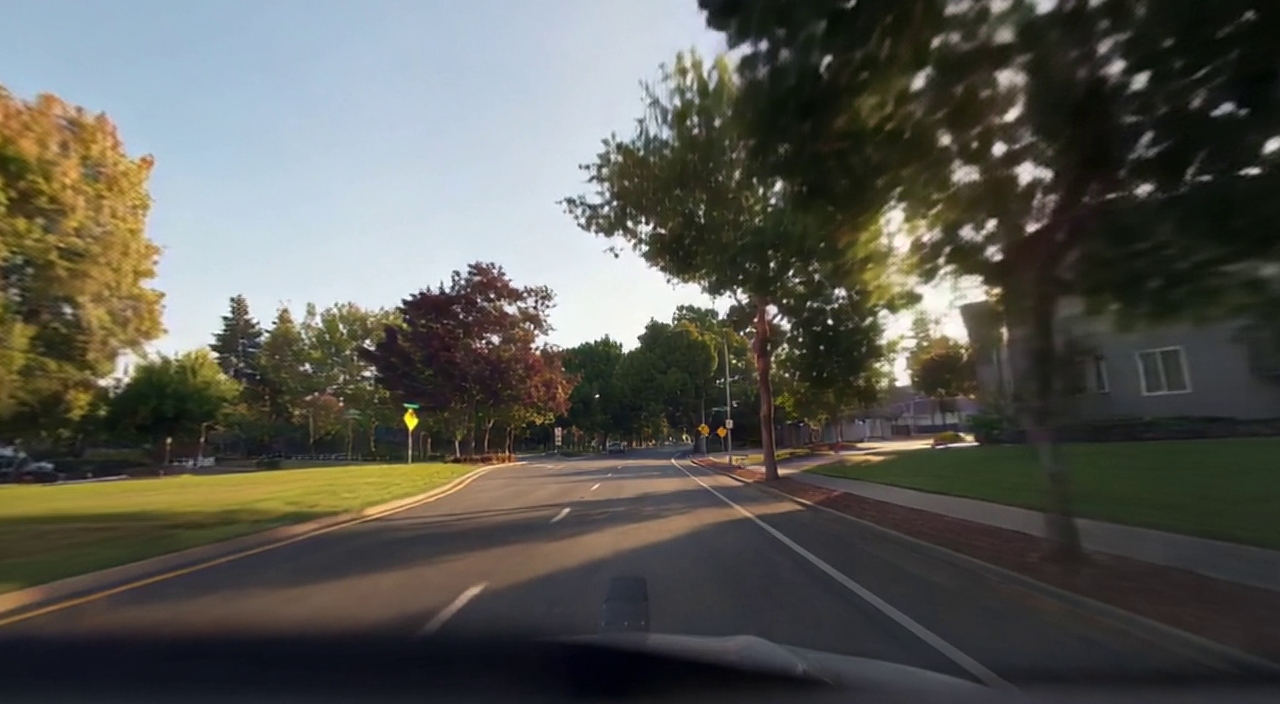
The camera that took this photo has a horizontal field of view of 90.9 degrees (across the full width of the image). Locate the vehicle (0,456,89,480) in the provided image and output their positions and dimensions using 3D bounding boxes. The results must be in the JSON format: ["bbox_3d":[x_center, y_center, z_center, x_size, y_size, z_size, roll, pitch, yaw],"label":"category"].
[{"bbox_3d":[-43.182,8.224,44.969,2.138,1.434,5.611,1,-8,8],"label":"vehicle"}]
